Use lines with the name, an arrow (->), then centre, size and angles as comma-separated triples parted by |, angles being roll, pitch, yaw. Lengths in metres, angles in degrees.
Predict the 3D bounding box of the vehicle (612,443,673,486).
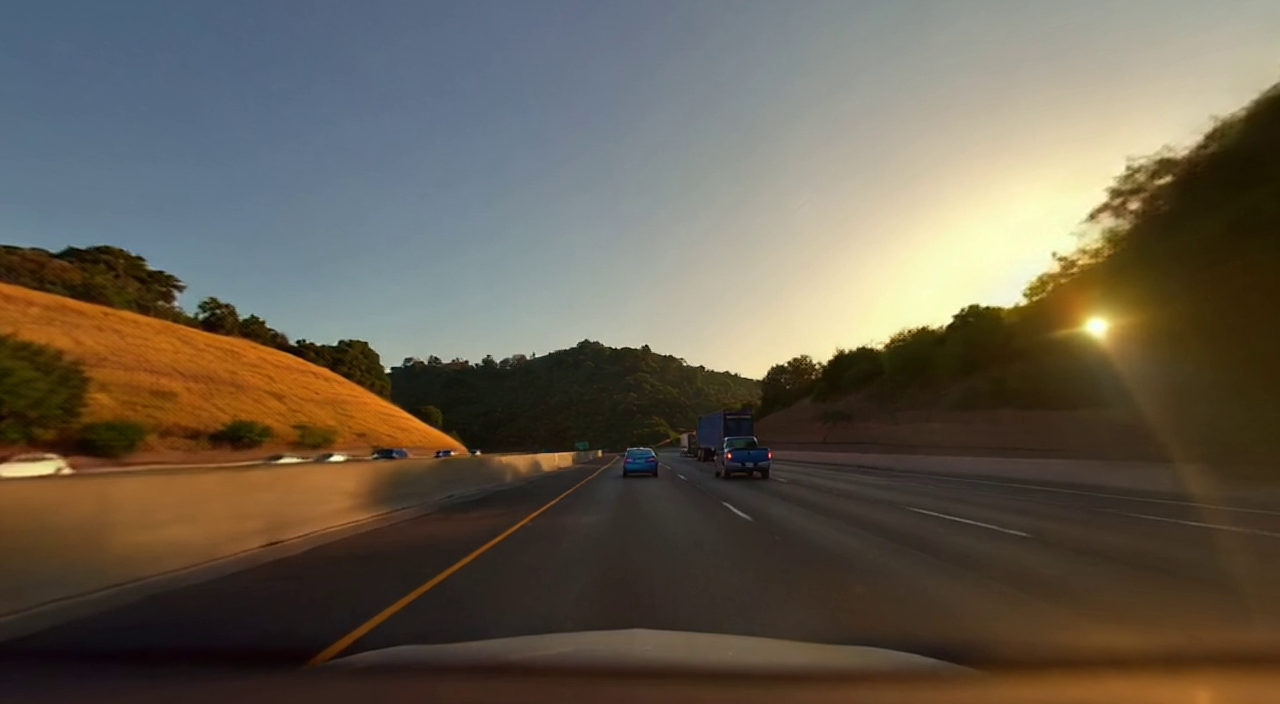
vehicle -> 0.056, 4.188, 23.776 | 2.083, 1.477, 3.965 | 0, -9, -1

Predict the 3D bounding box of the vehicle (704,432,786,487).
vehicle -> 3.736, 3.931, 23.363 | 2.098, 1.794, 4.561 | 0, -9, -2
